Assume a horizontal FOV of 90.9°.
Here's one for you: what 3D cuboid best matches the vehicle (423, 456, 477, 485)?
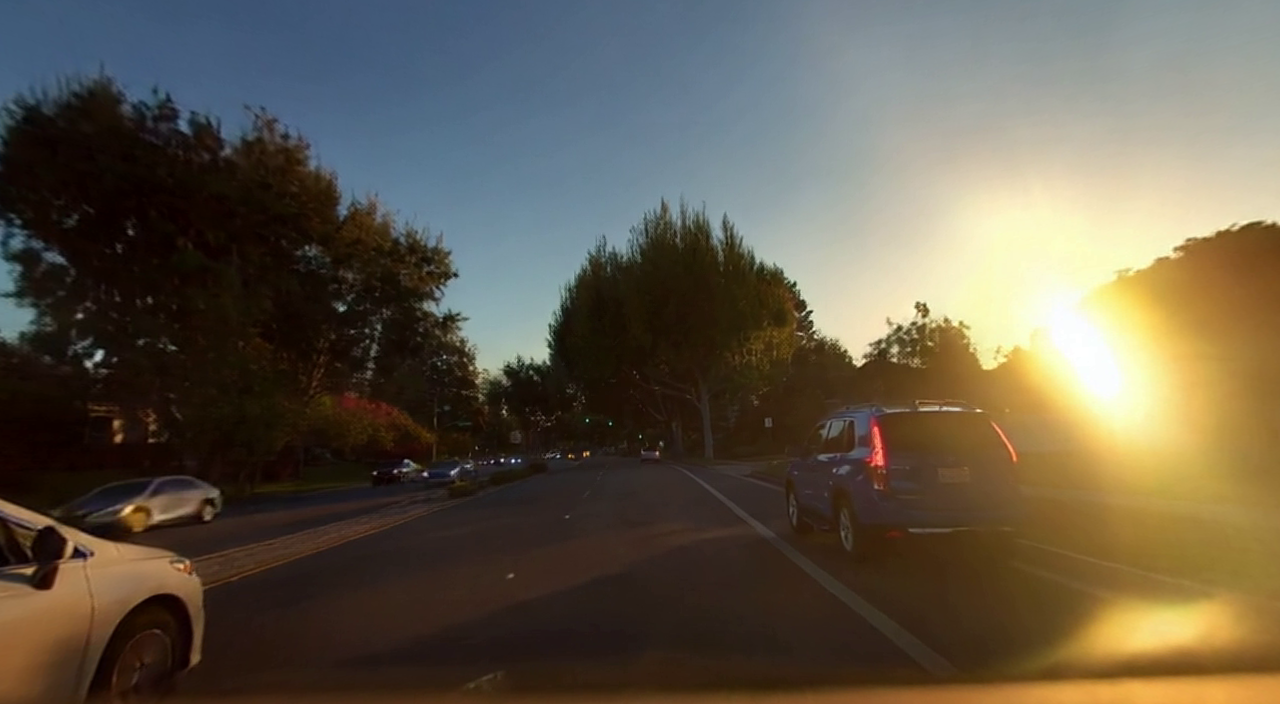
[{"bbox_3d":[-11.028,6.870,36.897,1.928,1.482,4.649,0,-9,-3],"label":"vehicle"}]

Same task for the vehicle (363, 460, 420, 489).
[{"bbox_3d":[-14.488,7.136,37.009,1.839,1.496,4.338,0,-9,-4],"label":"vehicle"}]

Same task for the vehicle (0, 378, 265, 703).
[{"bbox_3d":[-3.409,0.838,1.639,2.058,1.659,4.514,0,-9,0],"label":"vehicle"}]

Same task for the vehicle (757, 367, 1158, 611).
[{"bbox_3d":[3.227,1.585,8.245,2.338,2.063,5.592,0,-9,1],"label":"vehicle"}]
